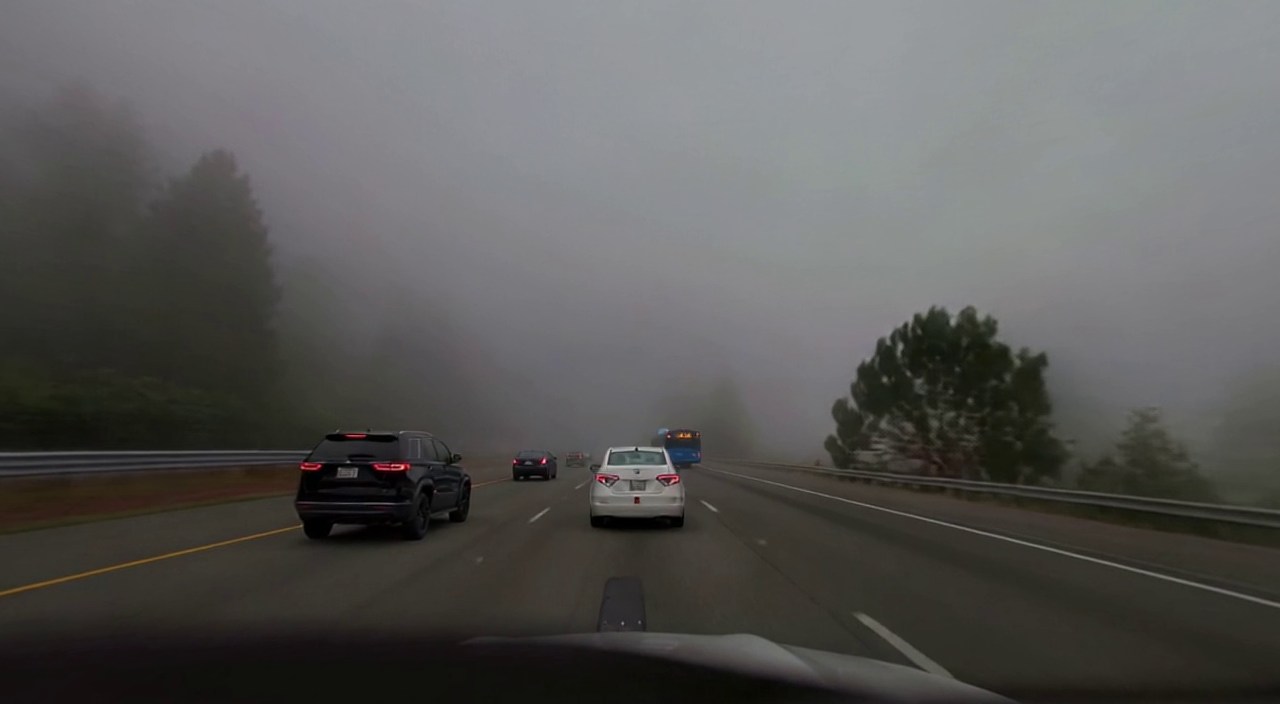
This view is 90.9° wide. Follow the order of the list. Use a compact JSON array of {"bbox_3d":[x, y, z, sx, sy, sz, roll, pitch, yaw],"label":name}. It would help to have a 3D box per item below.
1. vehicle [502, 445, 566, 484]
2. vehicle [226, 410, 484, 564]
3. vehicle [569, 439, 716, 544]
[{"bbox_3d":[-4.401,4.734,26.758,2.122,1.491,3.800,0,-9,-1],"label":"vehicle"},{"bbox_3d":[-3.721,1.838,9.213,1.830,1.703,4.142,0,-9,-1],"label":"vehicle"},{"bbox_3d":[-0.027,2.328,11.208,2.120,1.478,4.179,0,-9,-2],"label":"vehicle"}]
